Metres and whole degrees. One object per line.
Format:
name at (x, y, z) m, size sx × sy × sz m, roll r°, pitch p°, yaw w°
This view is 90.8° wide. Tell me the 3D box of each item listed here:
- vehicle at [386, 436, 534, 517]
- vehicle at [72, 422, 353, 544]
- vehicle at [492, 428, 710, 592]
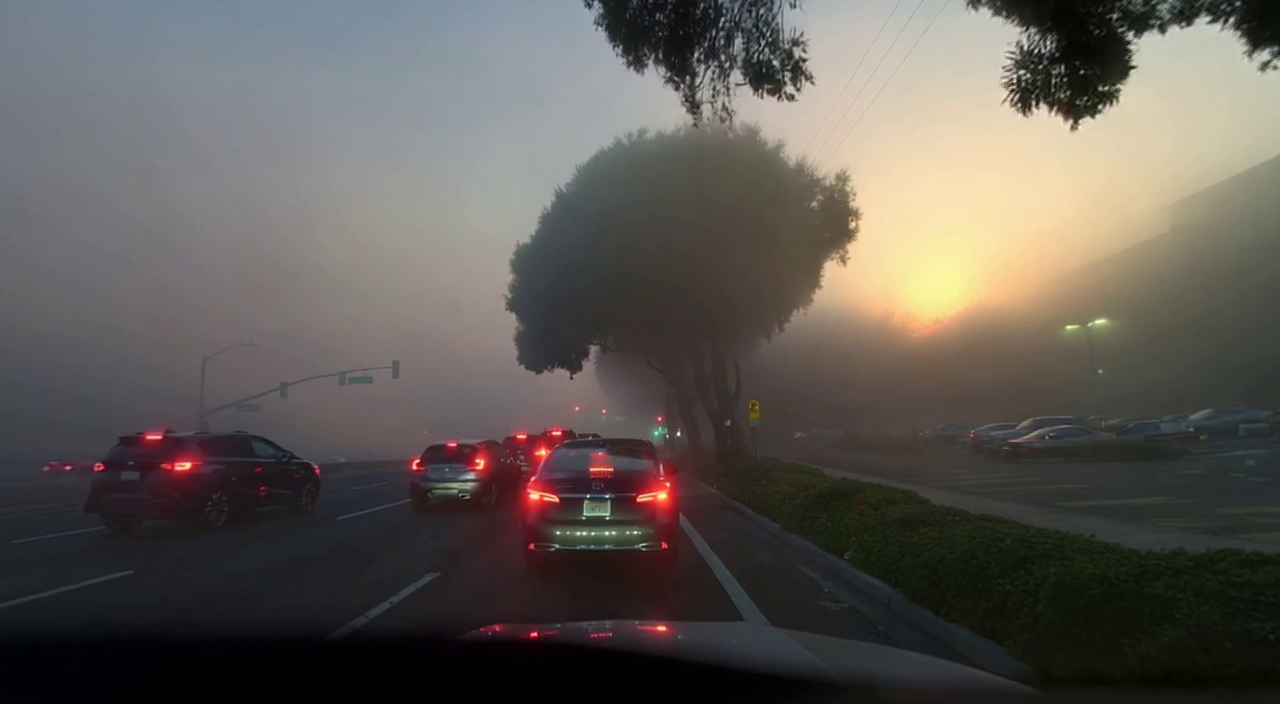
vehicle at (-3.794, 2.701, 14.274) m, size 1.913 × 1.521 × 4.539 m, roll 0°, pitch -9°, yaw 1°
vehicle at (-7.289, 2.246, 11.498) m, size 2.068 × 1.784 × 4.224 m, roll 0°, pitch -9°, yaw 1°
vehicle at (-0.383, 1.811, 8.062) m, size 2.066 × 1.544 × 3.954 m, roll 0°, pitch -9°, yaw 0°
